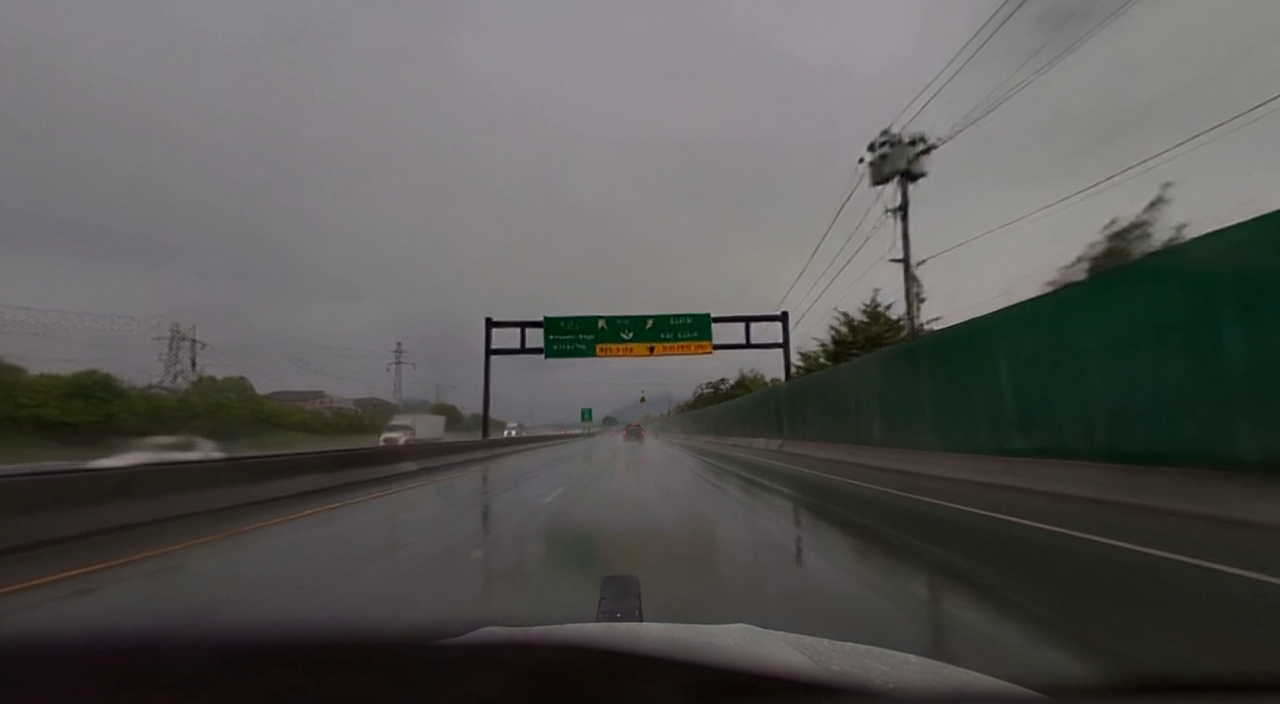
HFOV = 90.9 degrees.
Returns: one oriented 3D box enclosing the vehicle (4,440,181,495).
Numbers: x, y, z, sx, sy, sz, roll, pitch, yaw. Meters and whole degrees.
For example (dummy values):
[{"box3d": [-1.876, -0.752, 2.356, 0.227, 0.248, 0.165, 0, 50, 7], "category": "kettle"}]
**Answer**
[{"box3d": [-16.327, 3.409, 19.100, 1.850, 1.447, 3.945, 0, -8, -1], "category": "vehicle"}]
